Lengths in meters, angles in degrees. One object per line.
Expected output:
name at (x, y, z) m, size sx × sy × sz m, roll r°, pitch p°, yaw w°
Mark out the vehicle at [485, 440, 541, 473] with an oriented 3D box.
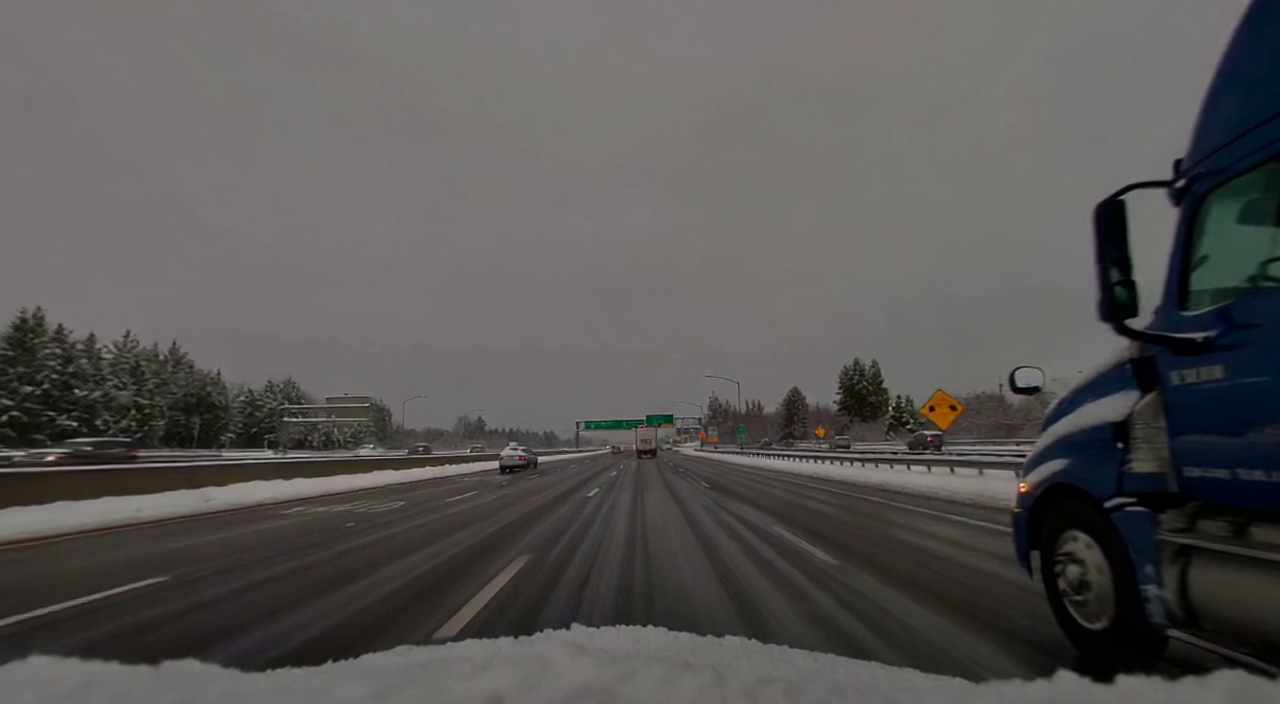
vehicle at (-6.739, 5.601, 33.893) m, size 1.980 × 1.666 × 4.562 m, roll 0°, pitch -8°, yaw 1°
